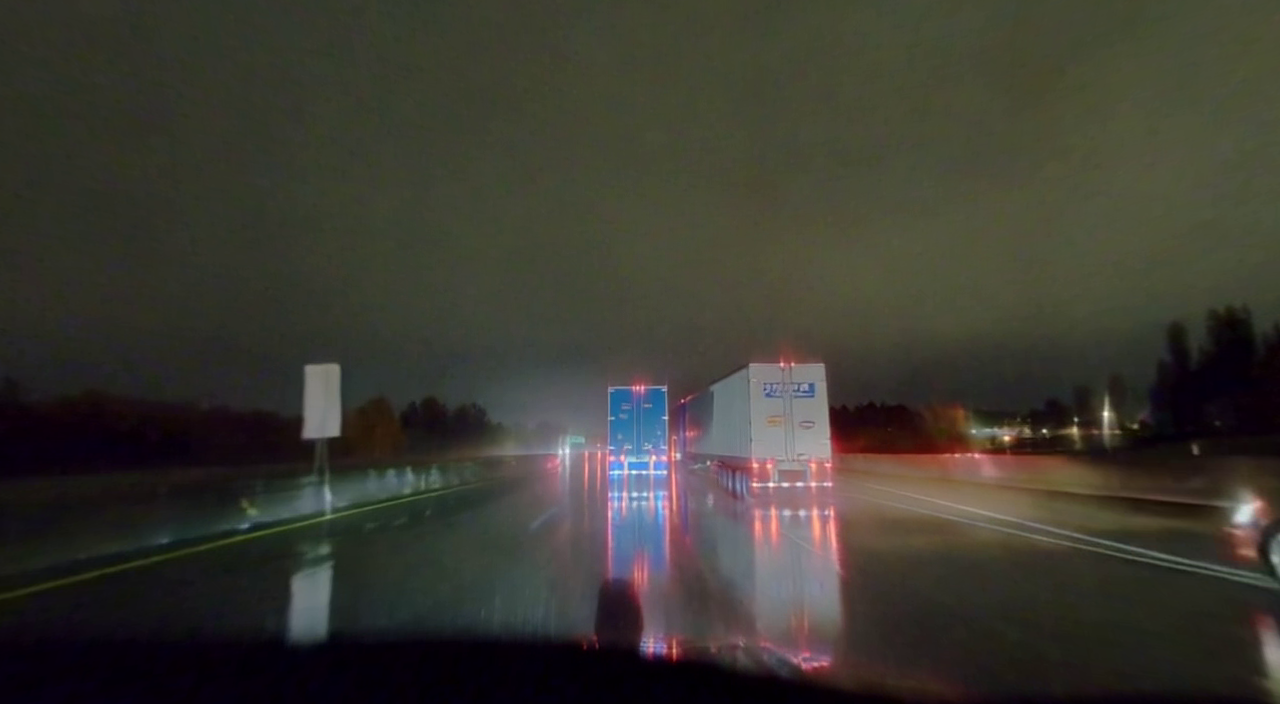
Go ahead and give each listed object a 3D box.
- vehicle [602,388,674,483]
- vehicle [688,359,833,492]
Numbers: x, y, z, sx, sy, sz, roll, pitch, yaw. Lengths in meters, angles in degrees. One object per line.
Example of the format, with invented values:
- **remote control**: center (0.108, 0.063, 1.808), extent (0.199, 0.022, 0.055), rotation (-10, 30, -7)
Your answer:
- **vehicle**: center (-0.049, 4.102, 30.311), extent (2.864, 3.805, 9.709), rotation (0, -9, 0)
- **vehicle**: center (4.290, 3.372, 26.877), extent (3.044, 4.128, 14.482), rotation (0, -9, -1)
